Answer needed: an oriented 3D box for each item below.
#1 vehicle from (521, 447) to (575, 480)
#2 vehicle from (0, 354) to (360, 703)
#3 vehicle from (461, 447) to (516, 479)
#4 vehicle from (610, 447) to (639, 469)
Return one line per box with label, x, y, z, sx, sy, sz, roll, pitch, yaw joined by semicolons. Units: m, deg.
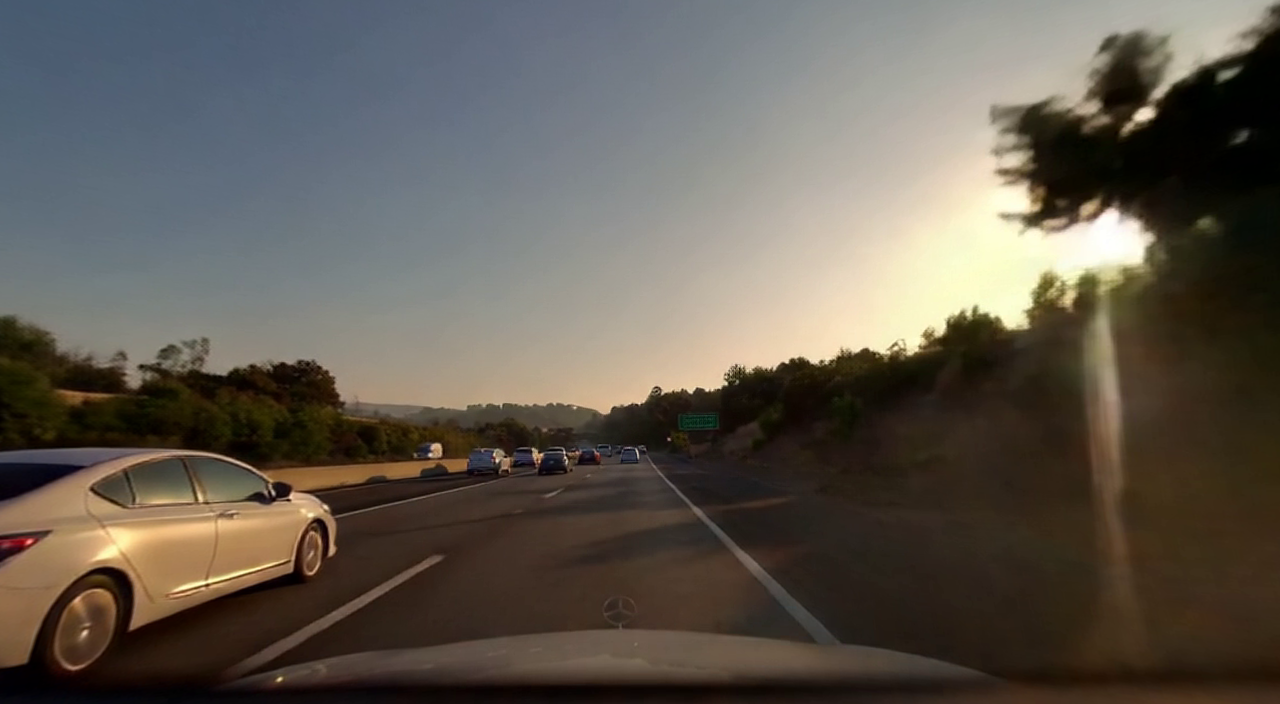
vehicle;-4.338;5.303;30.023;1.988;1.477;4.118;0;-9;-1
vehicle;-4.038;1.138;4.341;2.074;1.779;4.588;0;-9;-1
vehicle;-7.859;5.760;32.791;1.936;1.516;3.904;0;-9;0
vehicle;-1.076;7.656;45.382;2.023;1.479;3.718;0;-9;-1
